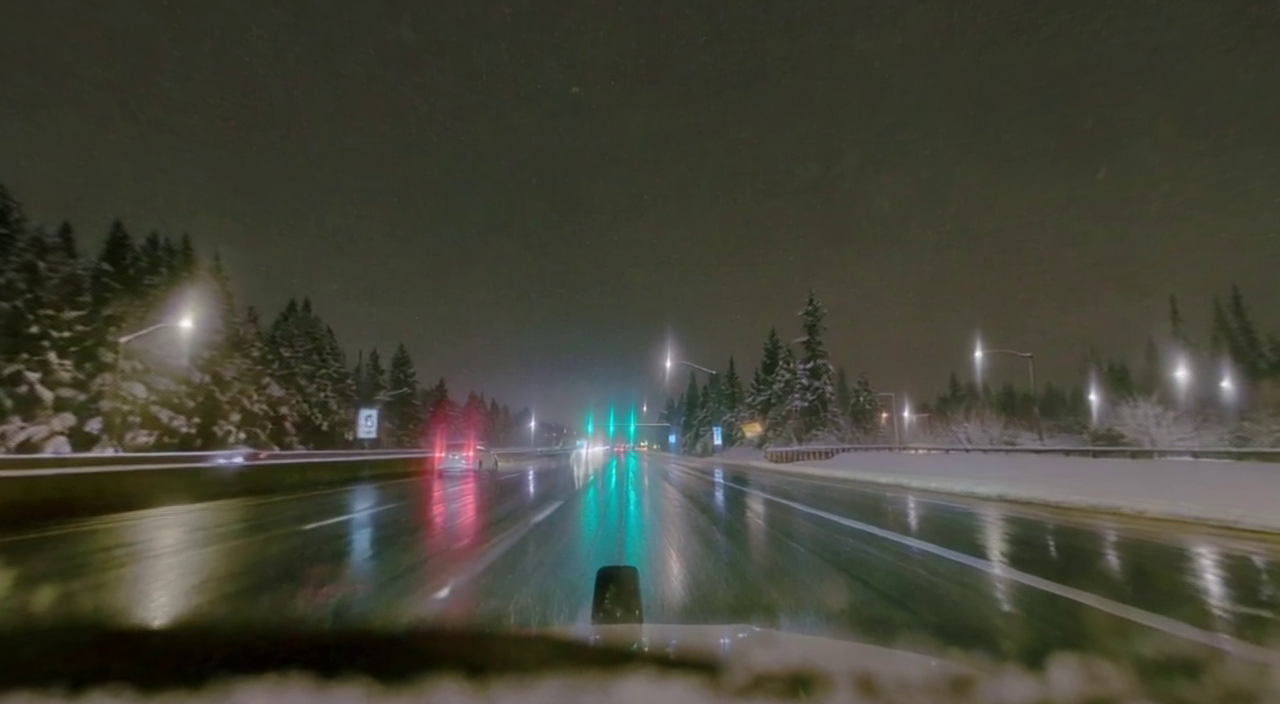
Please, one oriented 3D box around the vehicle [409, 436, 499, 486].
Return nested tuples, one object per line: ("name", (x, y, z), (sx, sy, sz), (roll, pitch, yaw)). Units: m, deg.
("vehicle", (-7.416, 4.402, 25.818), (2.231, 1.807, 4.758), (0, -9, 0))
